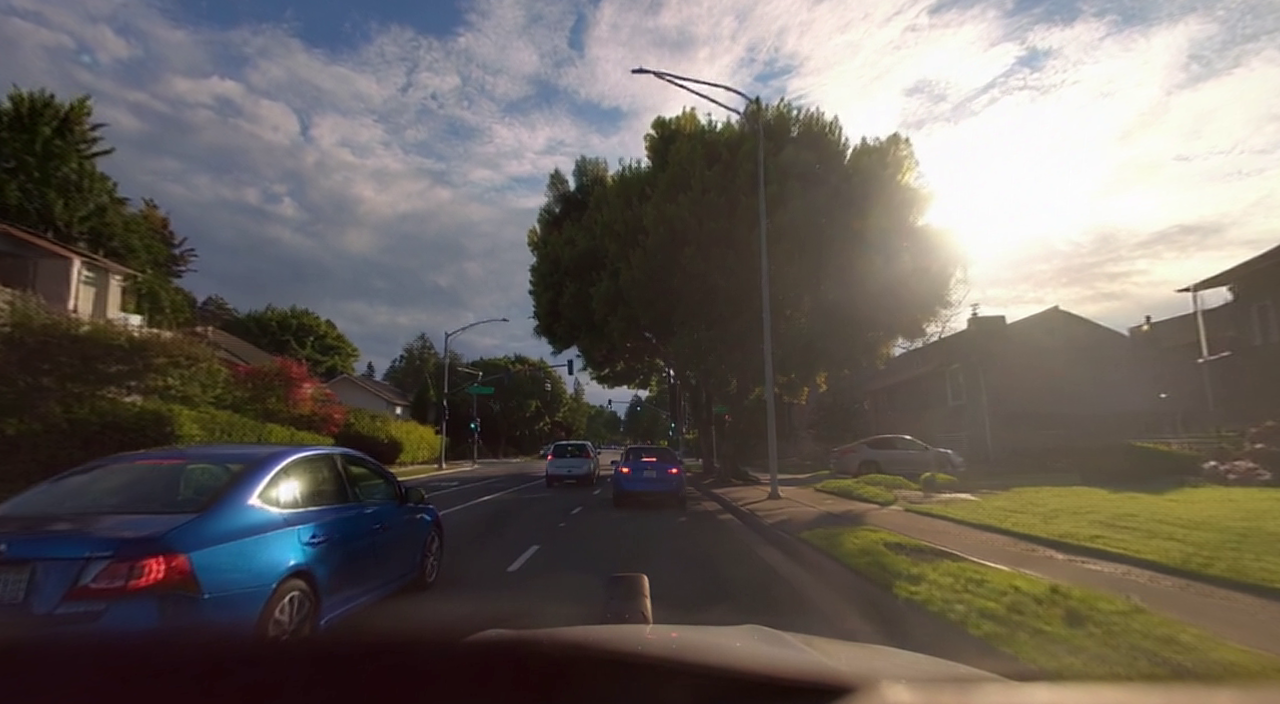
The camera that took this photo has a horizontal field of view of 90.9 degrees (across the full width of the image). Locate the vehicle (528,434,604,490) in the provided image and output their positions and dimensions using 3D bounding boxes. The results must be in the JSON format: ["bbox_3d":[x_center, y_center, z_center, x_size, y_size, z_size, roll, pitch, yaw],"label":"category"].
[{"bbox_3d":[-2.459,3.801,22.031,2.000,1.737,4.133,-1,-9,2],"label":"vehicle"}]

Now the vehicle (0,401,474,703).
[{"bbox_3d":[-2.839,1.253,4.361,1.968,1.472,4.685,0,-9,2],"label":"vehicle"}]

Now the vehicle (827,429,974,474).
[{"bbox_3d":[9.308,3.588,22.817,4.456,1.504,1.914,0,-9,0],"label":"vehicle"}]

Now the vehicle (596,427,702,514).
[{"bbox_3d":[0.186,2.693,14.737,2.120,1.718,3.909,0,-9,0],"label":"vehicle"}]
